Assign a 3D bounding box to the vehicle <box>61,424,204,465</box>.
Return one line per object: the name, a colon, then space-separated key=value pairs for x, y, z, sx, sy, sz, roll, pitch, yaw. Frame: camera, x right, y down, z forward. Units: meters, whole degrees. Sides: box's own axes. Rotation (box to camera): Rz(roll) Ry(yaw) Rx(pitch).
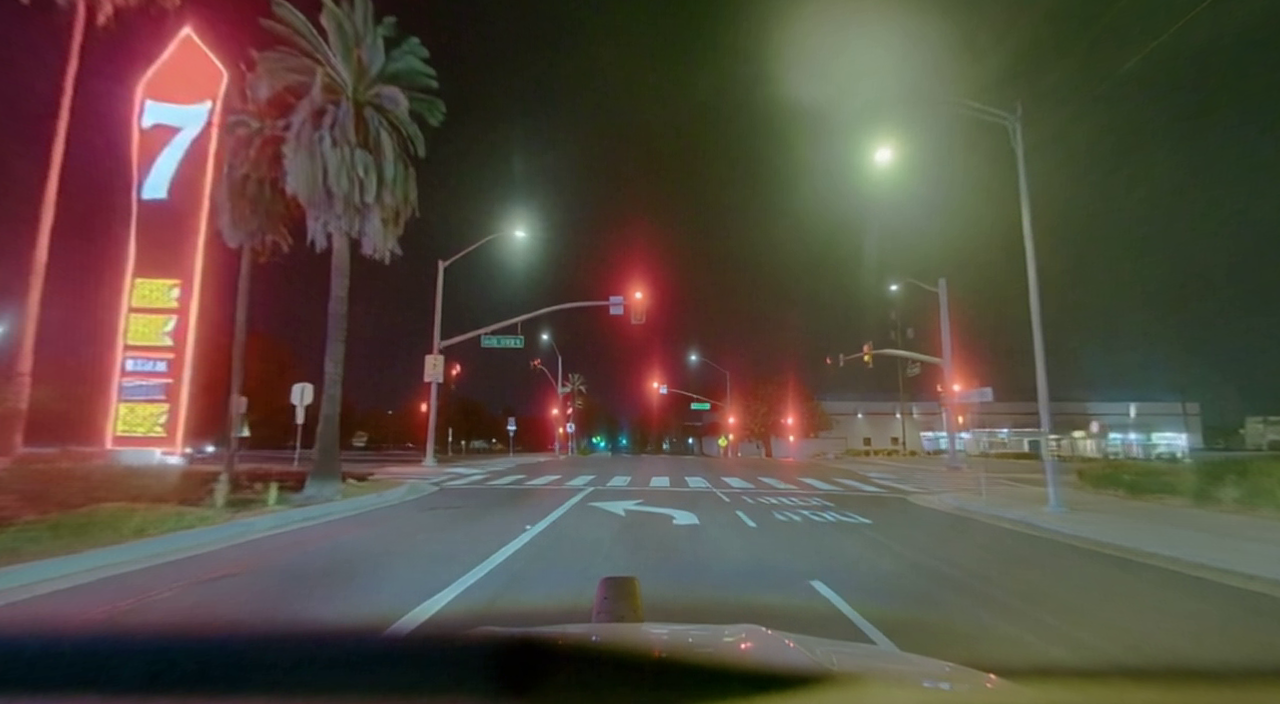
vehicle: x=-21.852 y=4.011 z=27.337 sx=4.350 sy=1.624 sz=2.023 roll=0 pitch=-8 yaw=-1
